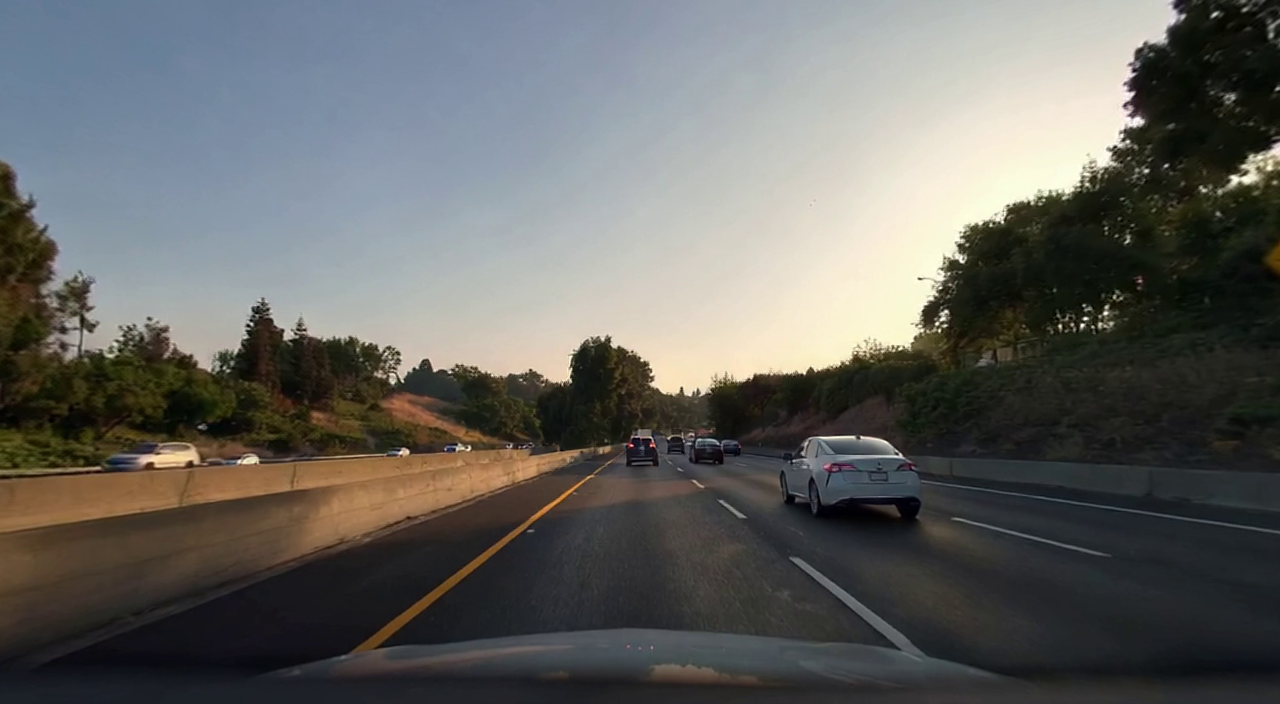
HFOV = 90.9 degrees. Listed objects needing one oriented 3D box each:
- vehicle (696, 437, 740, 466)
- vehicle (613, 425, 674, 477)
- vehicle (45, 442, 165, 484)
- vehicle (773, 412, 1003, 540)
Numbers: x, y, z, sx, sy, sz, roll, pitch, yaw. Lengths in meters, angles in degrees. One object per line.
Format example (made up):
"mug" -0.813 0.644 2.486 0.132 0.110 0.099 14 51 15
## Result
"vehicle" 4.213 5.458 34.726 1.825 1.487 4.034 0 -8 -1
"vehicle" 0.136 3.862 24.805 2.189 1.852 4.038 0 -8 0
"vehicle" -26.712 5.516 31.756 2.005 1.908 4.590 0 -8 -1
"vehicle" 3.739 1.956 10.575 2.003 1.661 4.418 0 -8 -1
